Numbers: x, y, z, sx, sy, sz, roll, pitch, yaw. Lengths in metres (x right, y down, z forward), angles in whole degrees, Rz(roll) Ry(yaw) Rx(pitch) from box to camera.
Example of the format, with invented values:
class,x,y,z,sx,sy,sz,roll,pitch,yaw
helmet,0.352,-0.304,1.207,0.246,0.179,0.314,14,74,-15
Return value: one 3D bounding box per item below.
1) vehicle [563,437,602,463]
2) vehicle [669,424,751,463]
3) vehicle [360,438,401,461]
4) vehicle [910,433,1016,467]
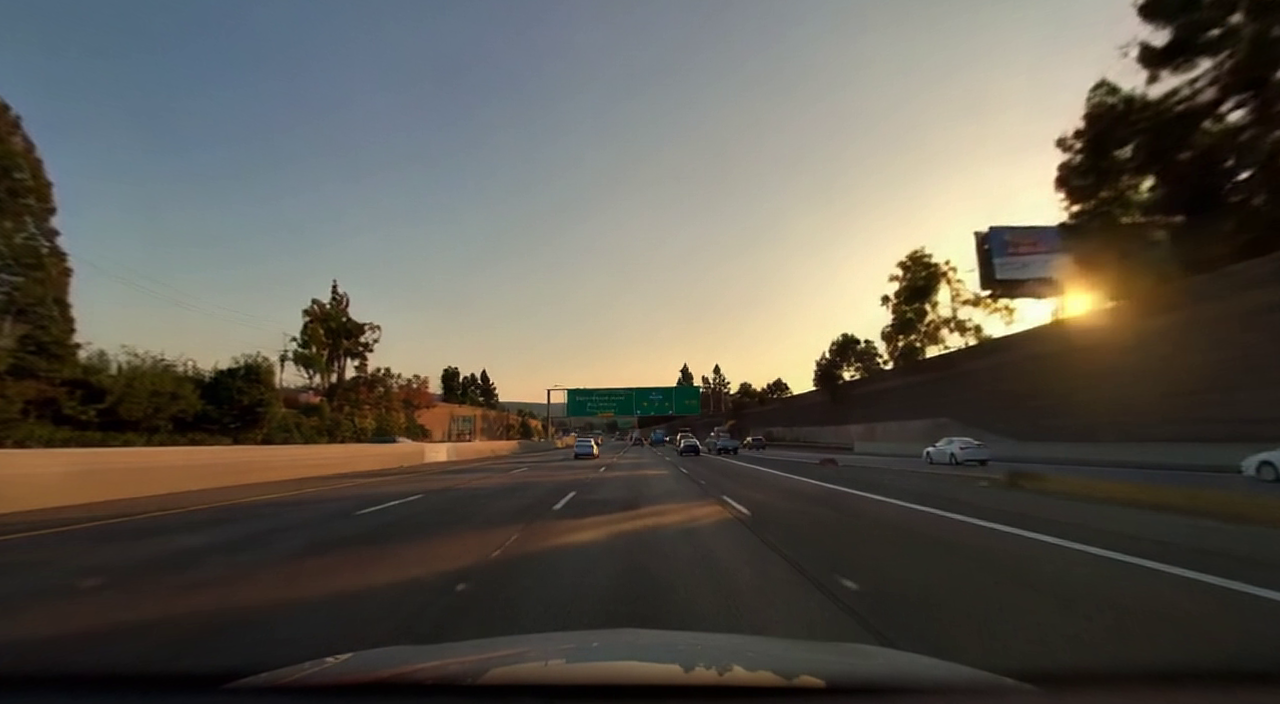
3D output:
class,x,y,z,sx,sy,sz,roll,pitch,yaw
vehicle,-3.609,6.229,40.085,2.066,1.500,4.415,0,-8,0
vehicle,3.927,5.727,39.241,3.042,2.004,14.051,0,-8,-2
vehicle,-17.457,6.544,42.491,1.470,1.364,3.324,-2,-7,-1
vehicle,19.025,5.795,37.472,2.261,1.824,5.678,2,-9,-15
